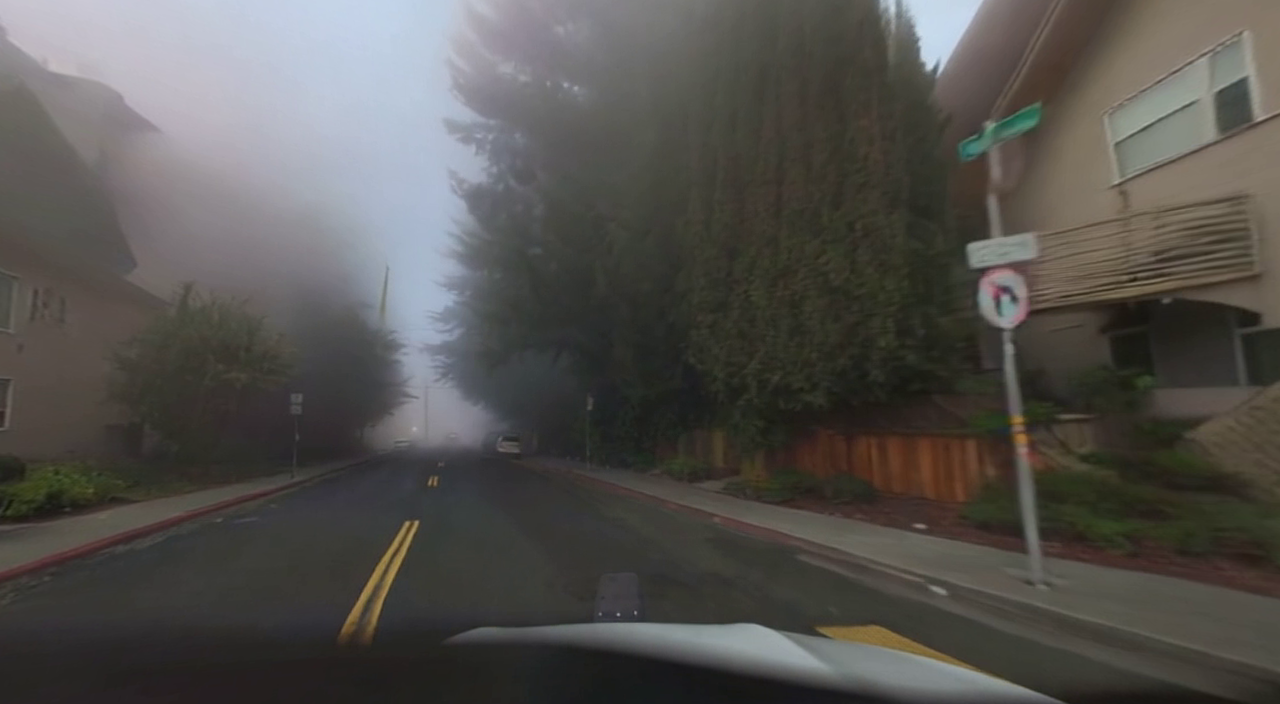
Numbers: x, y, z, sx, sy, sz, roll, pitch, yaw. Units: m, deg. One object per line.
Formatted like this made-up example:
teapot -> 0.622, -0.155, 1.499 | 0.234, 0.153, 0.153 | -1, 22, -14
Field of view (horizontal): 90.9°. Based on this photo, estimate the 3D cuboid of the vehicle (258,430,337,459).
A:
vehicle -> -23.134, 6.273, 42.729 | 4.205, 1.745, 2.121 | 0, -11, -11

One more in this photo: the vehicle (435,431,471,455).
vehicle -> -14.316, 6.958, 48.397 | 2.050, 1.742, 4.197 | 1, -8, -10

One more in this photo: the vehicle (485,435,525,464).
vehicle -> -7.550, 5.388, 34.990 | 1.998, 1.494, 3.927 | 2, -8, -14
